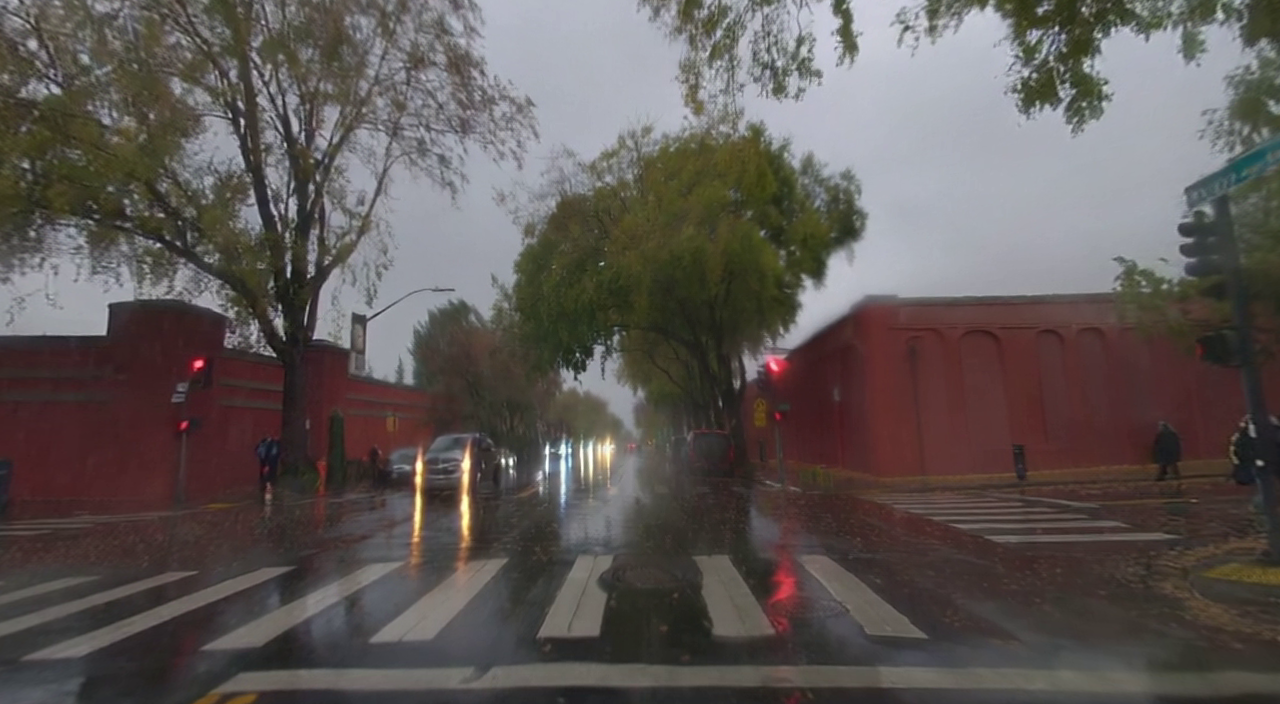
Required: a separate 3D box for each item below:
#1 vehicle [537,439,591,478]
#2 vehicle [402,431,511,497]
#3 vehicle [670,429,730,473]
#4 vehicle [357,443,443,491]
[{"bbox_3d":[-3.280,4.688,27.981,2.033,1.596,4.142,0,-8,-2],"label":"vehicle"},{"bbox_3d":[-5.819,3.601,20.774,2.242,1.887,4.924,0,-8,-2],"label":"vehicle"},{"bbox_3d":[3.100,5.312,34.021,2.557,2.188,5.164,0,-8,-2],"label":"vehicle"},{"bbox_3d":[-9.948,4.760,26.561,2.216,1.804,4.526,1,-8,-5],"label":"vehicle"}]
